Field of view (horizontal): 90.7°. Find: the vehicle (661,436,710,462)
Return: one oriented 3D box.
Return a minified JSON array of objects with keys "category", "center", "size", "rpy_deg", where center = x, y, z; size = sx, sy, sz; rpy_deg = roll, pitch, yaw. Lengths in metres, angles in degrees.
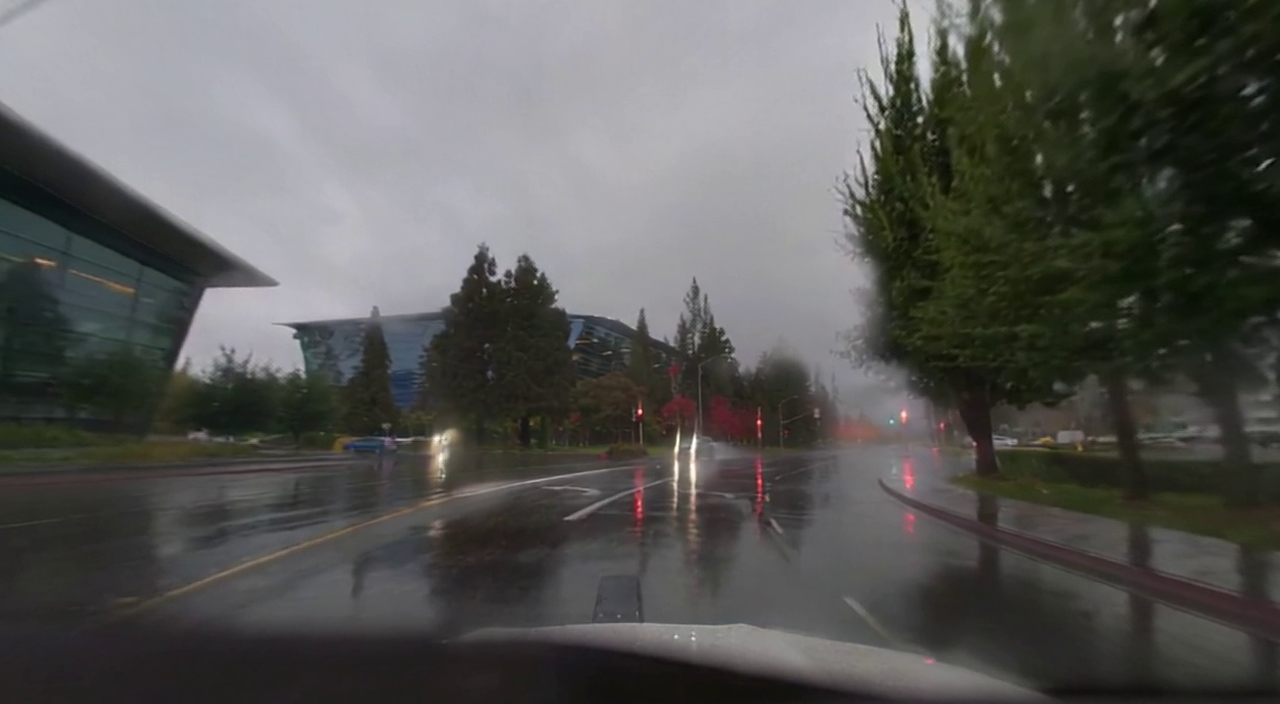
[{"category":"vehicle","center":[3.220,6.668,43.682],"size":[2.117,1.683,4.565],"rpy_deg":[-3,-9,21]}]
